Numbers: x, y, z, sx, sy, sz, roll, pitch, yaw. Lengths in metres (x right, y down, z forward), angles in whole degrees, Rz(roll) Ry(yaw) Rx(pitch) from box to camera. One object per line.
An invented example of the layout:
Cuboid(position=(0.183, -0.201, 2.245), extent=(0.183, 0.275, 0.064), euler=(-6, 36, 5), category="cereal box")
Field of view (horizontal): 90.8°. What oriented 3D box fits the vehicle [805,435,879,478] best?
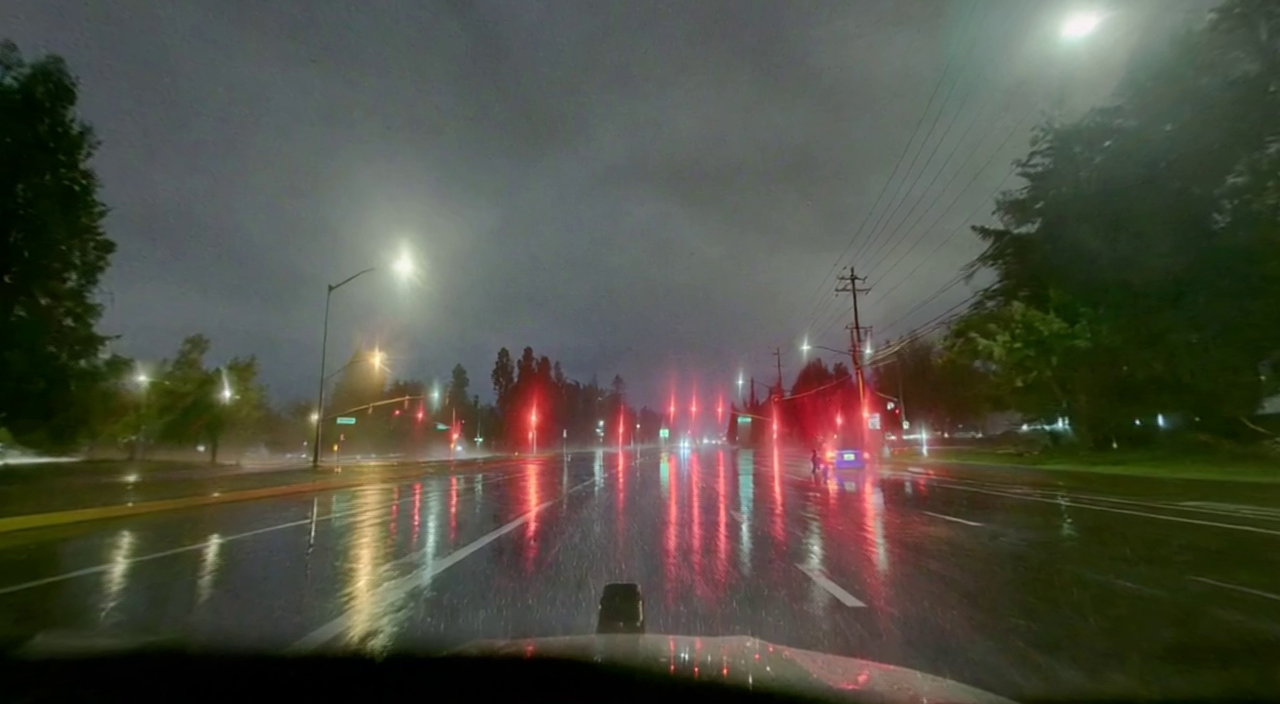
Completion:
Cuboid(position=(7.894, 4.132, 25.057), extent=(1.797, 1.544, 3.685), euler=(0, -9, 2), category="vehicle")
